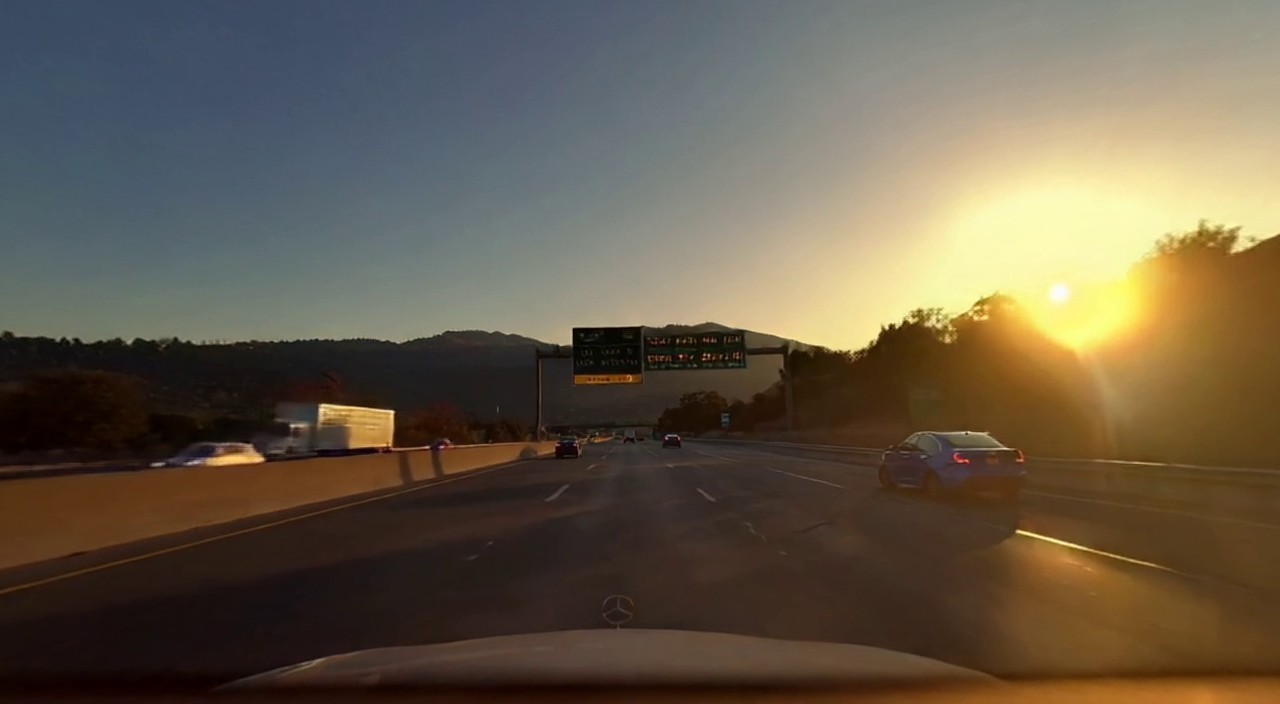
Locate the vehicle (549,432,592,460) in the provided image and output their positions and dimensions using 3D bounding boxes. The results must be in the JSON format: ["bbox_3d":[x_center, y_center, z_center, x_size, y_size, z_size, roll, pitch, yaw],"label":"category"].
[{"bbox_3d":[-3.902,5.350,35.878,2.032,1.465,4.316,0,-8,-1],"label":"vehicle"}]

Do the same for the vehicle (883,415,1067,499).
[{"bbox_3d":[7.376,2.334,14.380,1.956,1.634,3.935,0,-8,-1],"label":"vehicle"}]

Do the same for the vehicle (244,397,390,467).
[{"bbox_3d":[-21.556,5.608,43.599,2.899,4.010,14.107,-1,-8,-1],"label":"vehicle"}]
